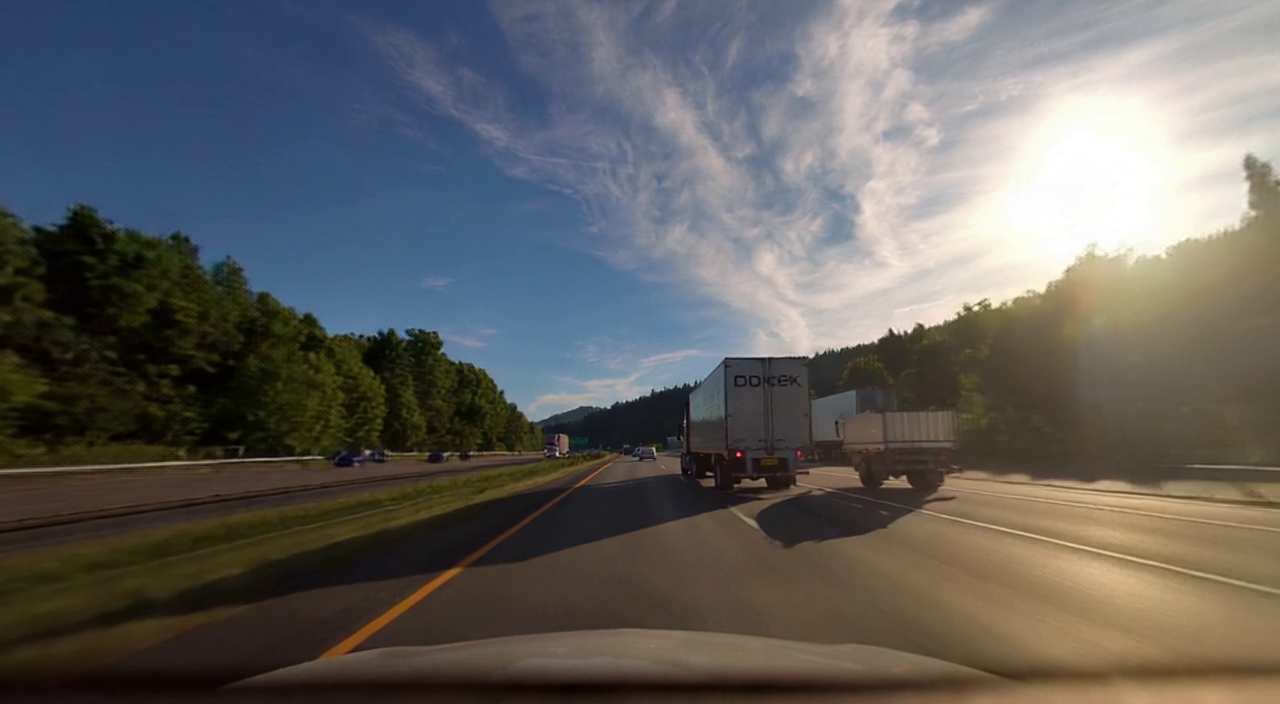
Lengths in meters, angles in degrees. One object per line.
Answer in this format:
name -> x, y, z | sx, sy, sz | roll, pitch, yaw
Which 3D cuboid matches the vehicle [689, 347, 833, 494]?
vehicle -> 3.655, 2.581, 21.949 | 3.025, 4.010, 9.542 | 0, -9, 0
